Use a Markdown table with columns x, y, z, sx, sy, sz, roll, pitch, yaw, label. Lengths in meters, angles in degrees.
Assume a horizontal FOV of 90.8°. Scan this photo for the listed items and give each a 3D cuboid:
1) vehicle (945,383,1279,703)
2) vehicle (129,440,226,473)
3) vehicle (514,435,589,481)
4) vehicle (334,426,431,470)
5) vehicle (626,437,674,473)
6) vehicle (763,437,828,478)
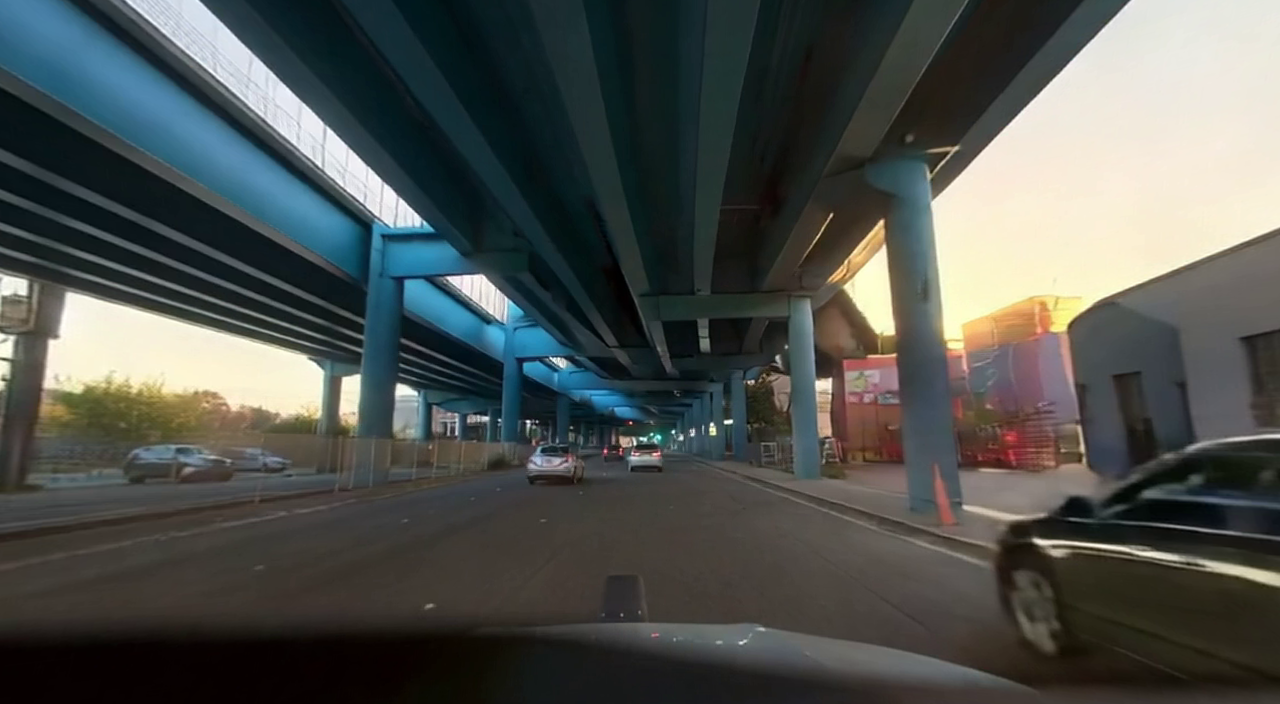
| x | y | z | sx | sy | sz | roll | pitch | yaw | label |
| --- | --- | --- | --- | --- | --- | --- | --- | --- | --- |
| 3.338 | 0.942 | 2.442 | 2.090 | 1.575 | 4.690 | 0 | -8 | 2 | vehicle |
| -28.034 | 6.337 | 38.530 | 2.174 | 1.824 | 4.764 | 1 | -8 | 1 | vehicle |
| -3.157 | 3.920 | 23.581 | 2.024 | 1.533 | 4.549 | 0 | -8 | 2 | vehicle |
| -16.815 | 6.339 | 41.855 | 3.082 | 2.608 | 6.994 | -1 | -8 | 4 | vehicle |
| 0.497 | 4.882 | 30.090 | 2.155 | 1.571 | 3.734 | 0 | -8 | 1 | vehicle |
| 6.578 | 4.495 | 27.162 | 2.023 | 1.627 | 3.971 | 0 | -8 | 3 | vehicle |
